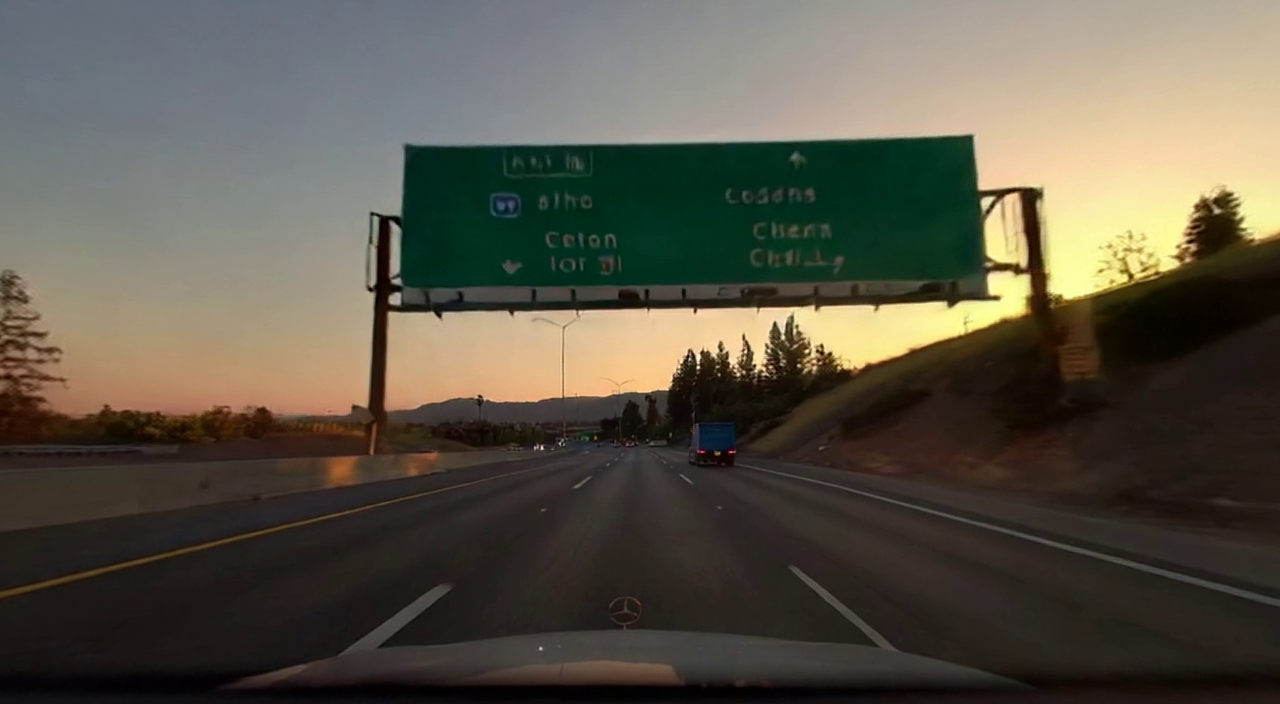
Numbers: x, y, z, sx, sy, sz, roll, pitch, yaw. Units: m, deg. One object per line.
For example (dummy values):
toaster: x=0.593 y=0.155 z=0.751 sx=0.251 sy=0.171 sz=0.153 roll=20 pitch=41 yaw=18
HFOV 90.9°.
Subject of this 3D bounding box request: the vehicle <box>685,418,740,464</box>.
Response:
vehicle: x=4.202 y=5.342 z=37.831 sx=2.430 sy=2.495 sz=6.062 roll=0 pitch=-8 yaw=-2
